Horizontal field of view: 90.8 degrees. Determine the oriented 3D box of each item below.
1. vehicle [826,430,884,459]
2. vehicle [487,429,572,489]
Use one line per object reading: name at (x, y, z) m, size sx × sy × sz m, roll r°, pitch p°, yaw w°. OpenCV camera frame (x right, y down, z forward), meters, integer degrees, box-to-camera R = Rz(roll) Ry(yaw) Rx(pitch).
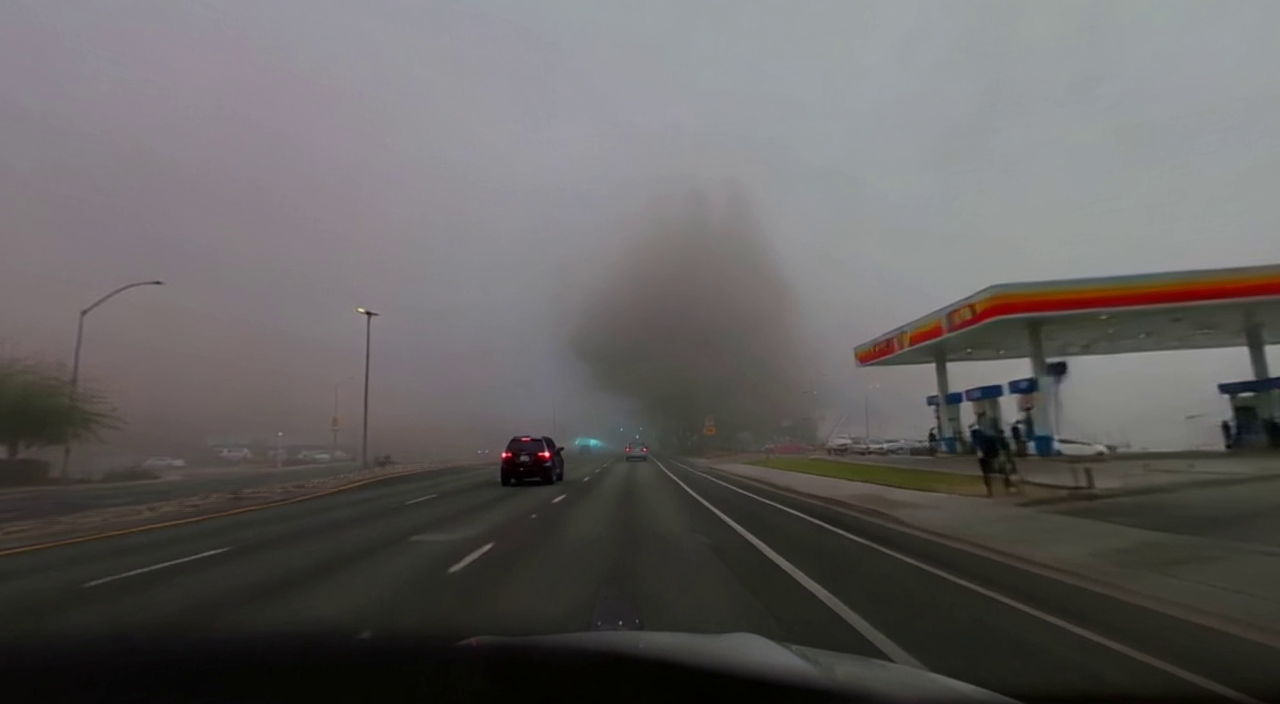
vehicle at (14.366, 6.251, 42.547) m, size 2.041 × 1.793 × 5.054 m, roll 0°, pitch -9°, yaw -1°
vehicle at (-3.535, 3.527, 21.117) m, size 1.985 × 1.772 × 4.479 m, roll 0°, pitch -8°, yaw 0°
